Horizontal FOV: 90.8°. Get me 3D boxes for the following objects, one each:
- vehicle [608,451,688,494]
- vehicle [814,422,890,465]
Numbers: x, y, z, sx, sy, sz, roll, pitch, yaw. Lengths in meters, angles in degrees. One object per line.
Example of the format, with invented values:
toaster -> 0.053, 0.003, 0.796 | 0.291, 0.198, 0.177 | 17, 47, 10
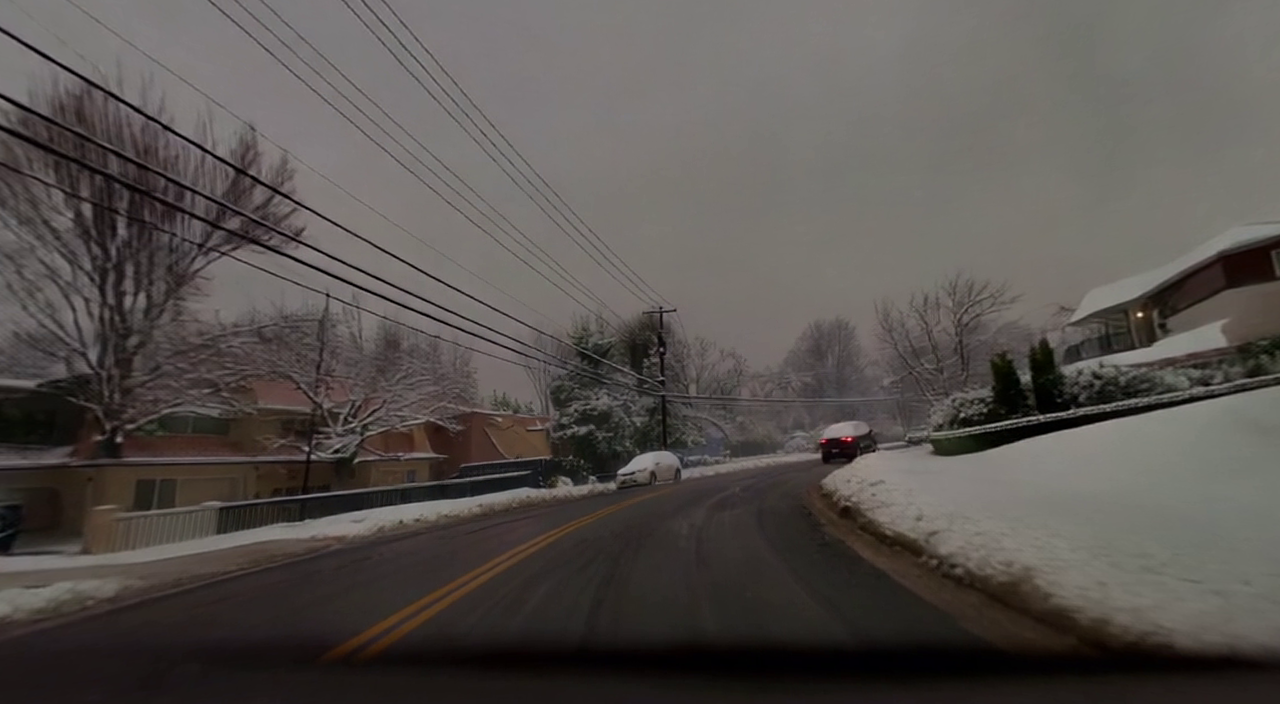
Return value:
vehicle -> 0.508, 6.054, 32.139 | 2.039, 1.949, 4.511 | -5, -10, 31
vehicle -> 10.707, 4.590, 31.657 | 2.086, 1.974, 4.890 | -6, -11, 36
